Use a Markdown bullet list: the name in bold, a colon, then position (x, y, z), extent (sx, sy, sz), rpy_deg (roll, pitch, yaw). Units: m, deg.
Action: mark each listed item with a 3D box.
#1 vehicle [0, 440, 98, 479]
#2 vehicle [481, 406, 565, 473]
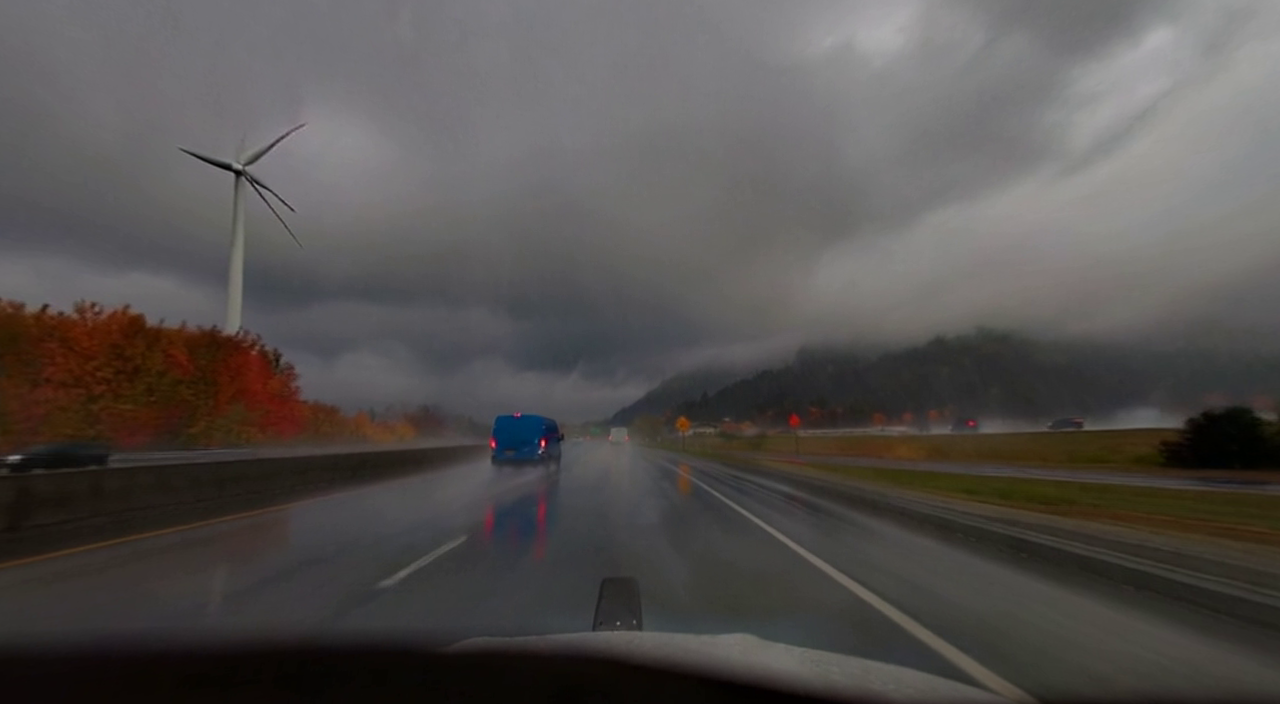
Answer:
- **vehicle**: position (-28.702, 5.040, 29.865), extent (1.866, 1.653, 4.484), rpy_deg (0, -8, -1)
- **vehicle**: position (-4.346, 3.374, 24.348), extent (2.303, 2.323, 5.089), rpy_deg (0, -8, 0)
